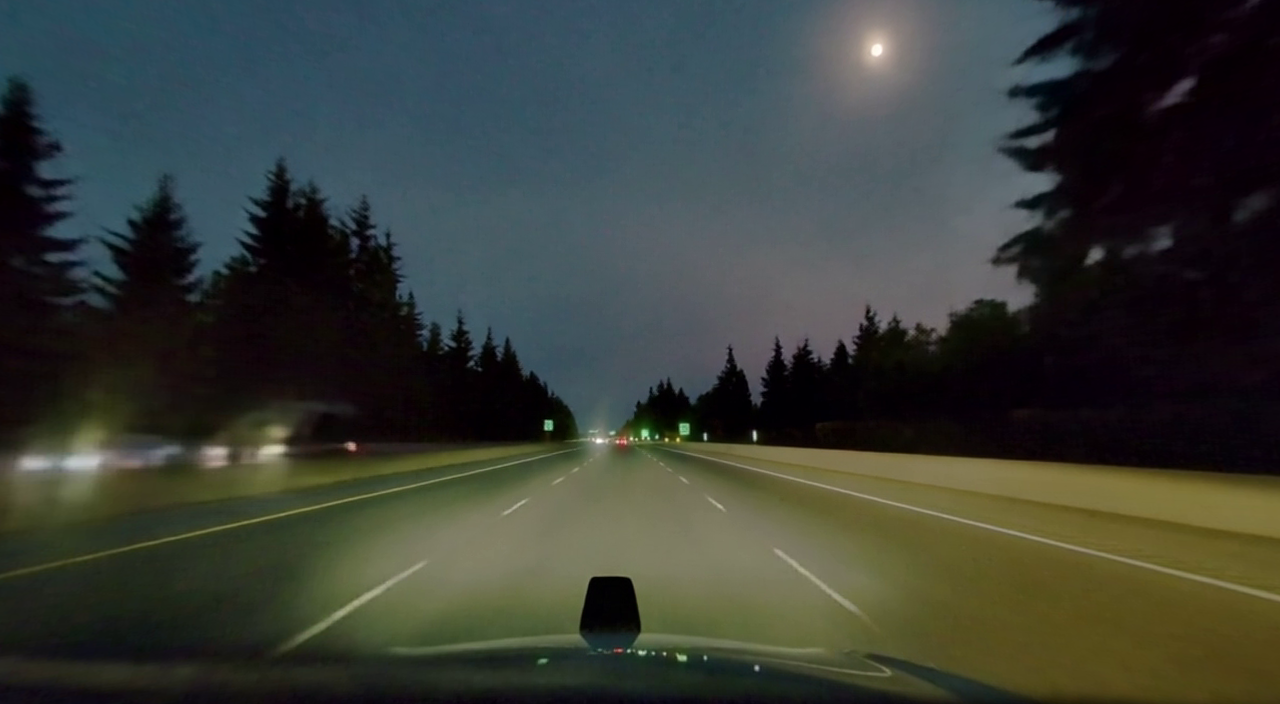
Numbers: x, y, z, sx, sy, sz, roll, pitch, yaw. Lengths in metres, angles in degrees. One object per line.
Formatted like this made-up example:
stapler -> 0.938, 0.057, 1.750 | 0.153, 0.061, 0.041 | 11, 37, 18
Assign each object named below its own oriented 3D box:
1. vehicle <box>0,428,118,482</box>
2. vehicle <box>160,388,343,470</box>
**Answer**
vehicle -> -17.574, 2.943, 18.352 | 1.651, 1.406, 3.654 | 0, -7, -2
vehicle -> -13.116, 2.714, 22.066 | 2.231, 2.431, 6.581 | 0, -8, -1
